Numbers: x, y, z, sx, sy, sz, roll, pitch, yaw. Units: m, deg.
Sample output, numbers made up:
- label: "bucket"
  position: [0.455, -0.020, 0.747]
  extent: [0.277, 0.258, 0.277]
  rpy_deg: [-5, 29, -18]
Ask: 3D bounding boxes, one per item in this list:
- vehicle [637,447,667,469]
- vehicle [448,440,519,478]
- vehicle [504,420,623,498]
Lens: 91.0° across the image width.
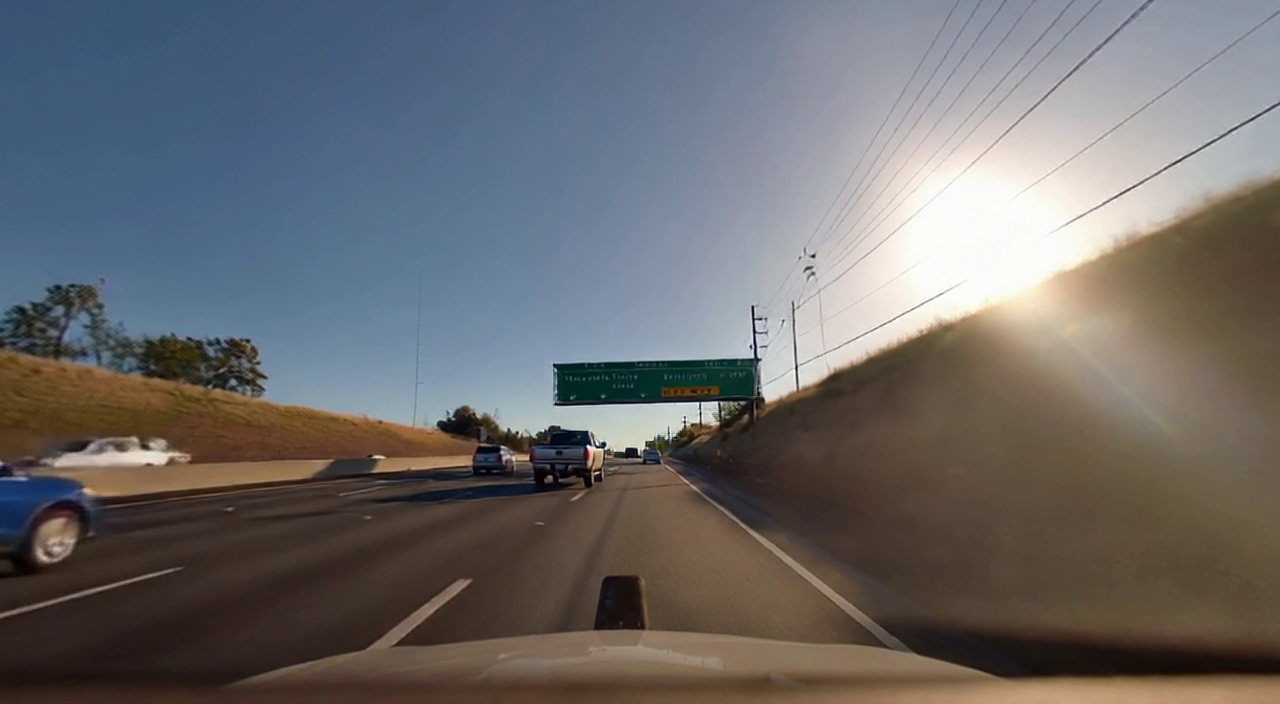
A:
- label: "vehicle"
  position: [0.807, 7.589, 45.202]
  extent: [2.025, 1.485, 4.310]
  rpy_deg: [0, -9, -1]
- label: "vehicle"
  position: [-7.438, 5.130, 30.502]
  extent: [2.143, 1.688, 4.776]
  rpy_deg: [0, -9, 1]
- label: "vehicle"
  position: [-2.158, 3.371, 20.168]
  extent: [2.972, 2.087, 6.126]
  rpy_deg: [0, -9, 1]
